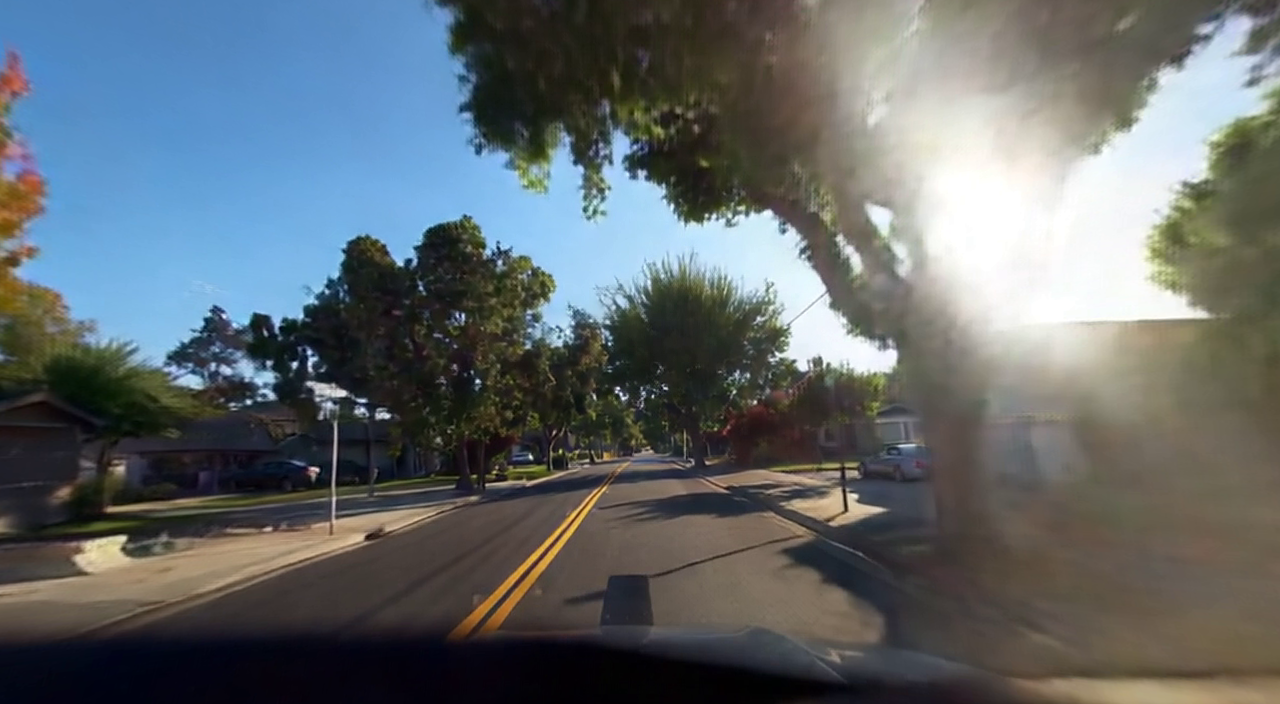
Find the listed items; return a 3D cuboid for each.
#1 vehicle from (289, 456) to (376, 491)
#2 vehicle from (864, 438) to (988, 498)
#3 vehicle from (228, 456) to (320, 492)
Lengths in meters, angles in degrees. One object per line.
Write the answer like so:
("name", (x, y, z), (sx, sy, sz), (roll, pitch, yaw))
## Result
("vehicle", (-14.928, 5.896, 30.912), (1.830, 1.495, 4.641), (0, -9, 1))
("vehicle", (8.734, 3.522, 19.709), (1.806, 1.496, 4.164), (-1, -6, -1))
("vehicle", (-17.787, 5.932, 30.910), (1.903, 1.500, 4.214), (0, -8, 1))
